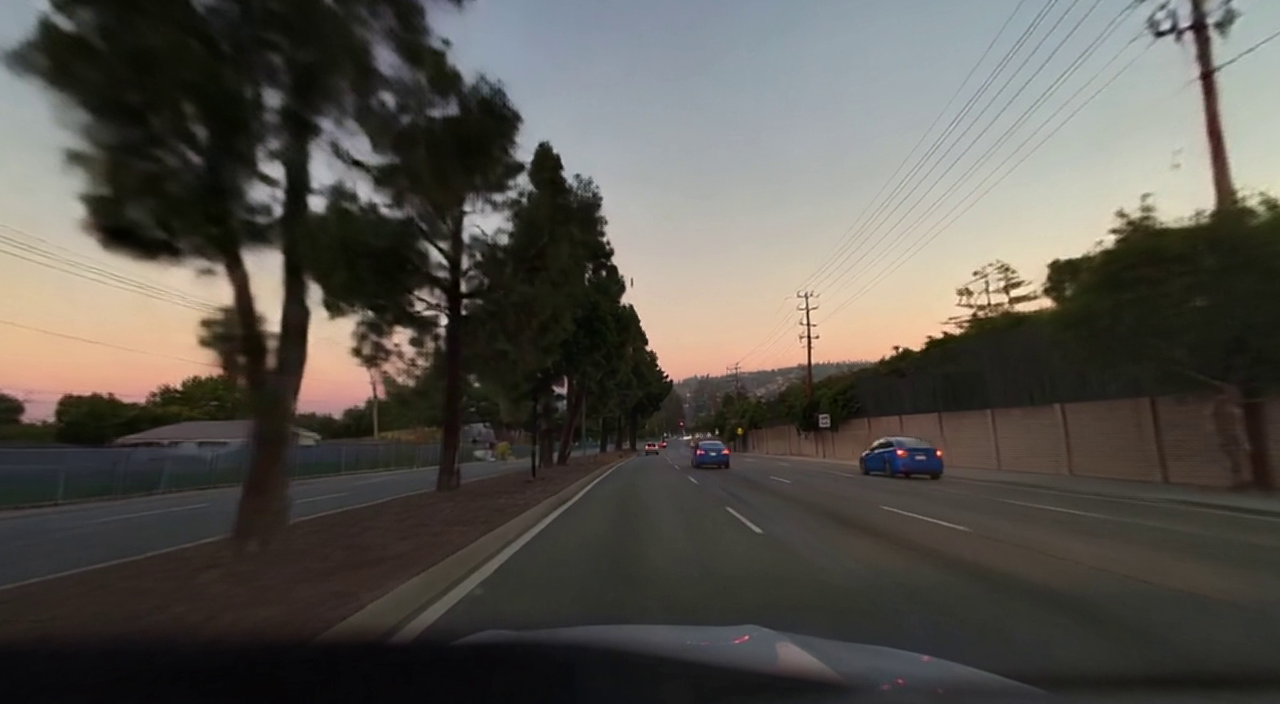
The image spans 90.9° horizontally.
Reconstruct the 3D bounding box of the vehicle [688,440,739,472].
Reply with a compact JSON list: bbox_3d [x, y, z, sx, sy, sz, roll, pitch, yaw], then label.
[{"bbox_3d":[3.642,5.270,32.098,2.063,1.481,4.247,0,-8,0],"label":"vehicle"}]

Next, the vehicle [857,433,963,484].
[{"bbox_3d":[9.991,3.957,23.734,1.978,1.700,4.461,0,-9,0],"label":"vehicle"}]
